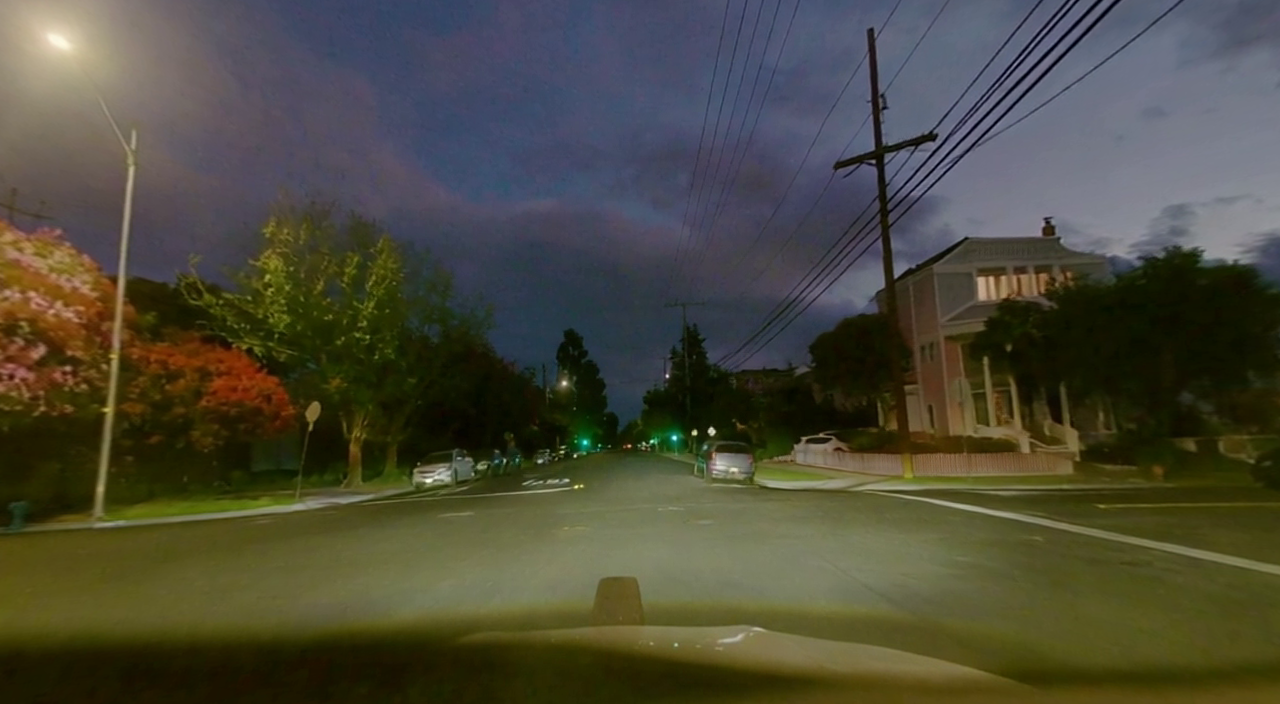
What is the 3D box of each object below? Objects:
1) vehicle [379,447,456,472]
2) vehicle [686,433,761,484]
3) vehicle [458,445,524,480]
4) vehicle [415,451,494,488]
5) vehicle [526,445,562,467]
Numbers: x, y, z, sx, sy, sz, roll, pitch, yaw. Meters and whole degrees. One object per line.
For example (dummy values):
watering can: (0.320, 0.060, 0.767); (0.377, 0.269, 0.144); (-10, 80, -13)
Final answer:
vehicle: (-13.439, 6.505, 38.340); (3.905, 1.480, 1.892); (0, -9, 0)
vehicle: (3.030, 3.990, 23.882); (2.114, 1.708, 4.474); (0, -9, -2)
vehicle: (-7.113, 5.314, 30.689); (1.957, 1.549, 4.527); (-1, -9, 2)
vehicle: (-7.249, 4.619, 25.079); (1.926, 1.307, 3.909); (0, -9, 0)
vehicle: (-7.072, 7.693, 46.928); (1.914, 1.508, 4.653); (0, -9, 0)
